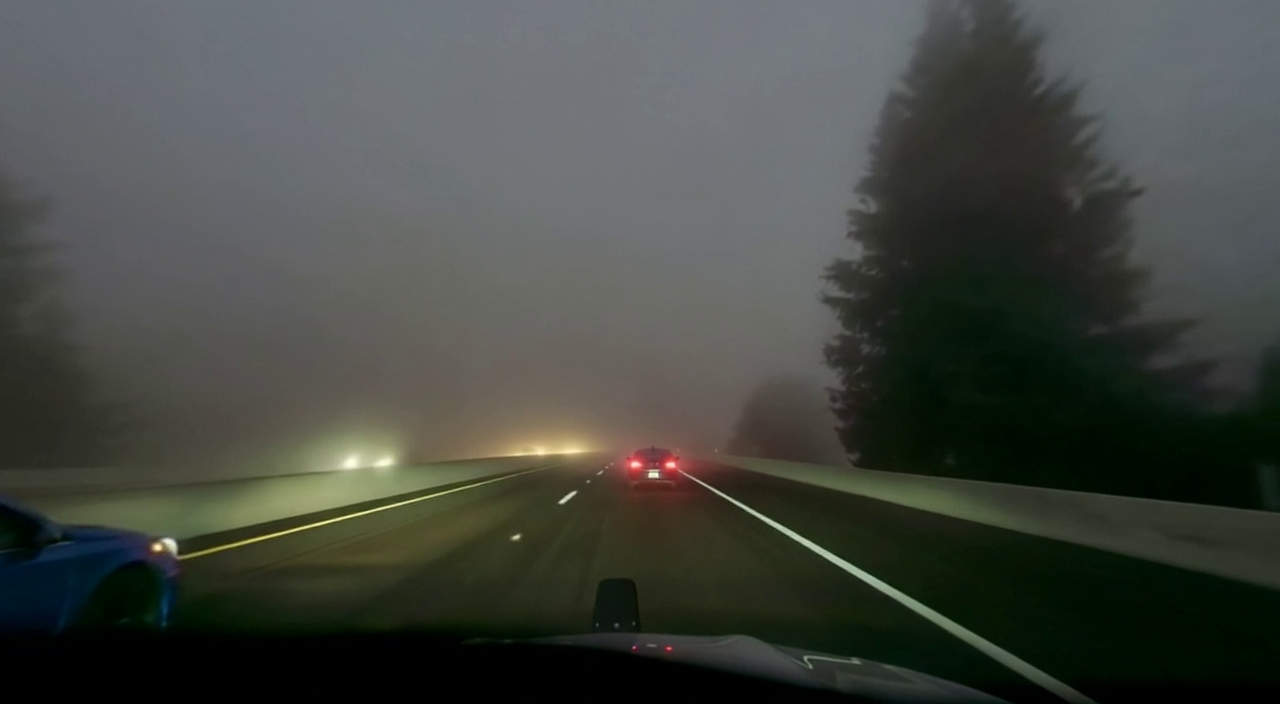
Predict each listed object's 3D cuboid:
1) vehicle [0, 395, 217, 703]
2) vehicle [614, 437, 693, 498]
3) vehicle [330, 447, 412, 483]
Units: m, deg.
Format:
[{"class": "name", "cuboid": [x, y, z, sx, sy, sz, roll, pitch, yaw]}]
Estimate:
[{"class": "vehicle", "cuboid": [-3.697, 0.837, 1.718, 2.083, 1.548, 4.251, 0, -9, 0]}, {"class": "vehicle", "cuboid": [0.262, 3.294, 18.220, 2.021, 1.533, 4.014, 0, -9, -3]}, {"class": "vehicle", "cuboid": [-12.917, 5.428, 30.428, 1.982, 1.590, 4.564, 0, -9, 0]}]
